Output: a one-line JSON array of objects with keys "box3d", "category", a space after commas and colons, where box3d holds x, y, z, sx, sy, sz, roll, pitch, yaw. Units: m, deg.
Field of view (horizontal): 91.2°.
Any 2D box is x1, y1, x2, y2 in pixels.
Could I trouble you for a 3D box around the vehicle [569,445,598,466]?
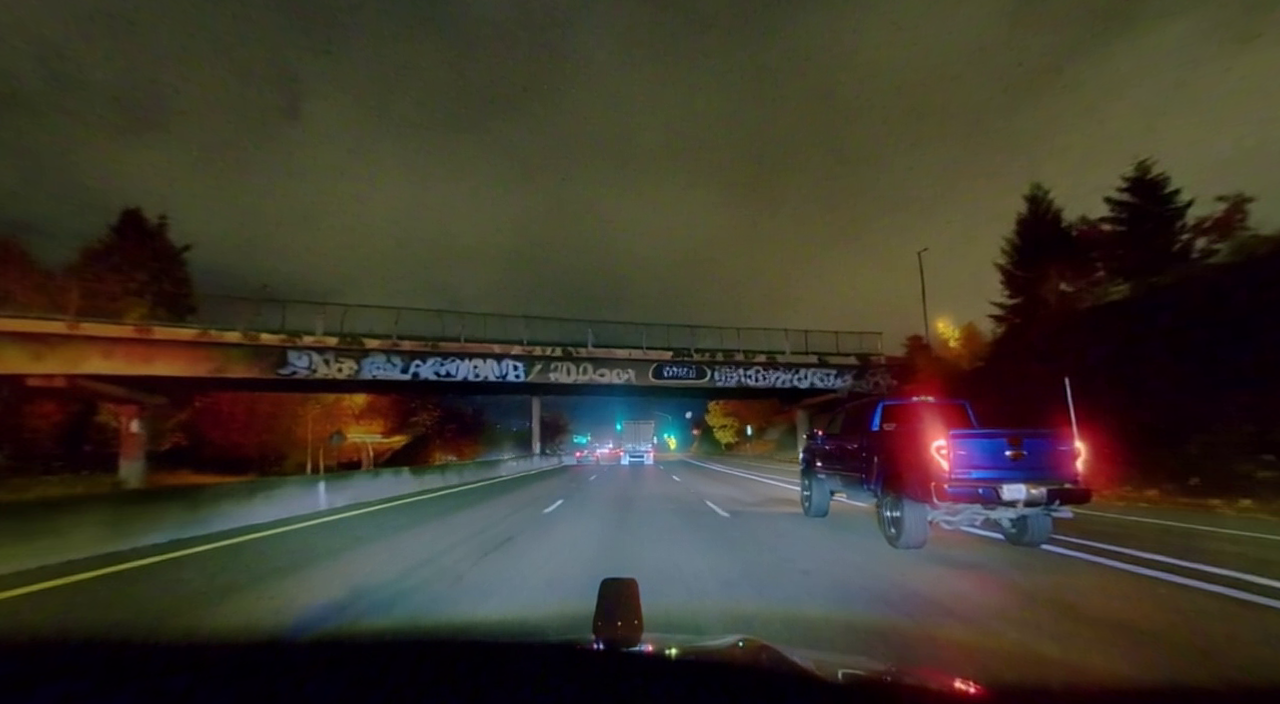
[{"box3d": [-4.275, 7.938, 48.093, 1.892, 1.529, 3.996, 0, -9, -1], "category": "vehicle"}]
